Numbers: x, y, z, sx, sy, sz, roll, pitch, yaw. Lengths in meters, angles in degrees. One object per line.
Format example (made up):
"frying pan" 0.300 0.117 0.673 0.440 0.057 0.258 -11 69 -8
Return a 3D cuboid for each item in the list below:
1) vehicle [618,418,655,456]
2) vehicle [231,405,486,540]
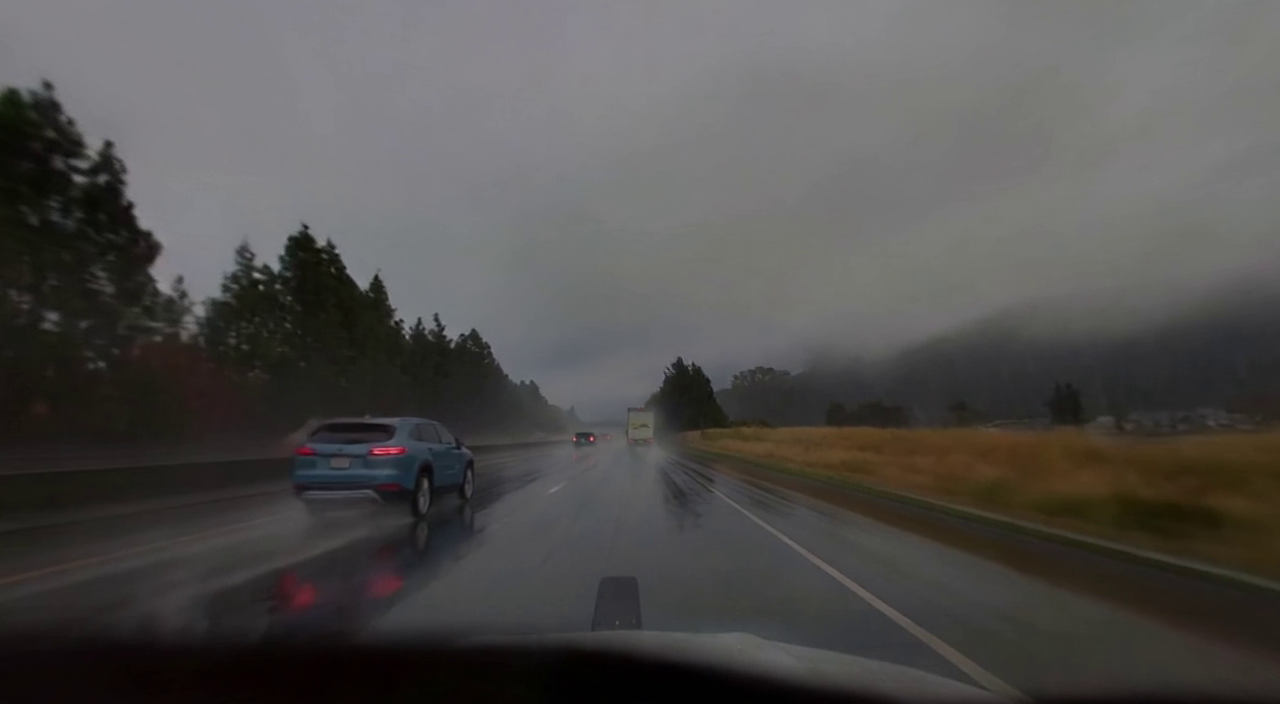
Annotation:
"vehicle" -0.278 6.112 45.190 2.526 2.531 5.026 0 -8 -1
"vehicle" -4.006 1.780 9.980 2.045 1.655 4.301 0 -8 0
